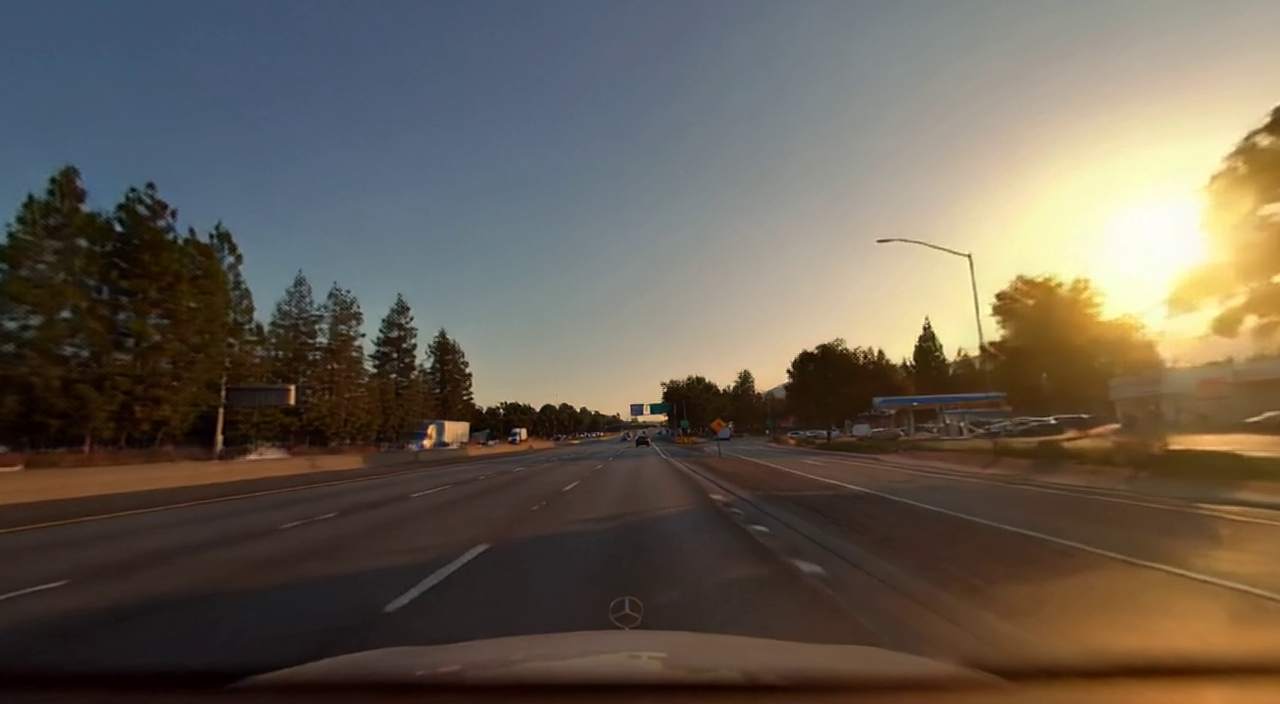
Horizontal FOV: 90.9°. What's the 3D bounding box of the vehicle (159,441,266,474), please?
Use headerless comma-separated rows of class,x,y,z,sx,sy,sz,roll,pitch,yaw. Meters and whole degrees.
vehicle,-20.249,5.011,30.161,2.106,1.461,4.359,0,-8,-1
